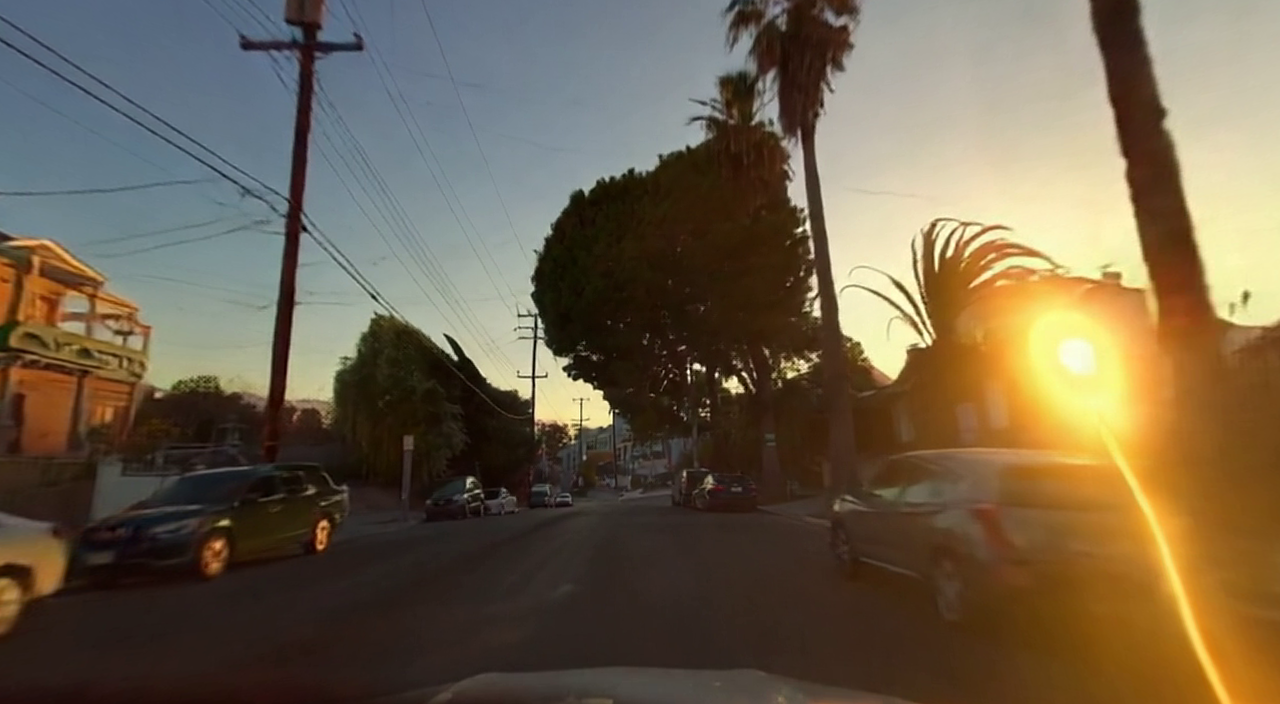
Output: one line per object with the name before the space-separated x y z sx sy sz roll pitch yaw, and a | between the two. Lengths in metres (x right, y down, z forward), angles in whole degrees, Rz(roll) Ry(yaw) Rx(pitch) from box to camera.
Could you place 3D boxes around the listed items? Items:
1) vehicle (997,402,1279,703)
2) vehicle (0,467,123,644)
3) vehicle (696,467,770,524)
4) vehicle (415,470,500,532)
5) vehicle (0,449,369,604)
vehicle | 3.063 0.755 0.860 2.212 1.476 4.678 1 -8 -3
vehicle | -6.388 1.601 4.290 1.960 1.437 4.454 0 -8 -1
vehicle | 2.877 4.550 20.316 1.756 1.455 3.965 0 -8 -1
vehicle | -6.711 5.488 23.719 1.933 1.824 5.142 0 -8 -3
vehicle | -6.535 2.432 10.008 2.017 1.683 5.412 0 -8 0
